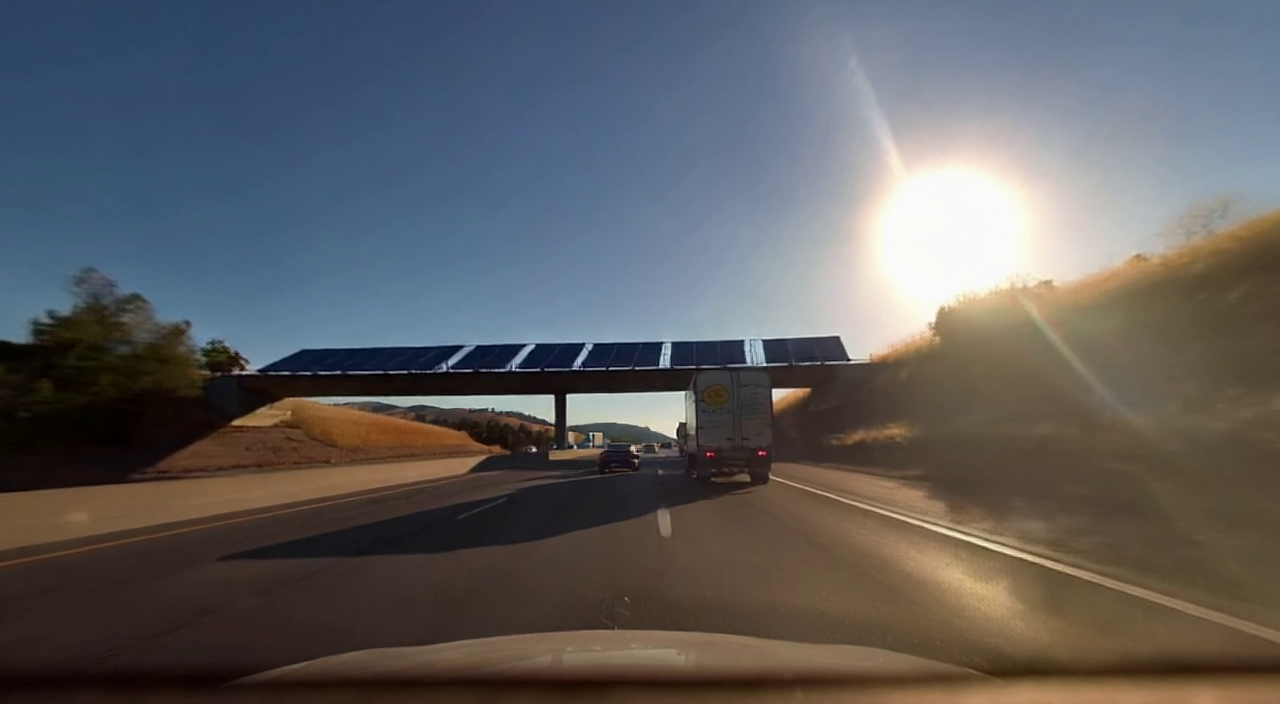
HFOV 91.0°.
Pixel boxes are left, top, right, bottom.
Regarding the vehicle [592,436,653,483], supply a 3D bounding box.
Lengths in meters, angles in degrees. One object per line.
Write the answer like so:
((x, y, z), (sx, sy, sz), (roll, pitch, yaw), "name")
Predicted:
((-0.567, 4.065, 24.106), (2.066, 1.581, 4.268), (-1, -8, 2), "vehicle")

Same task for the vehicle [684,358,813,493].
((3.261, 2.690, 22.004), (2.967, 3.633, 10.015), (-1, -8, 2), "vehicle")
